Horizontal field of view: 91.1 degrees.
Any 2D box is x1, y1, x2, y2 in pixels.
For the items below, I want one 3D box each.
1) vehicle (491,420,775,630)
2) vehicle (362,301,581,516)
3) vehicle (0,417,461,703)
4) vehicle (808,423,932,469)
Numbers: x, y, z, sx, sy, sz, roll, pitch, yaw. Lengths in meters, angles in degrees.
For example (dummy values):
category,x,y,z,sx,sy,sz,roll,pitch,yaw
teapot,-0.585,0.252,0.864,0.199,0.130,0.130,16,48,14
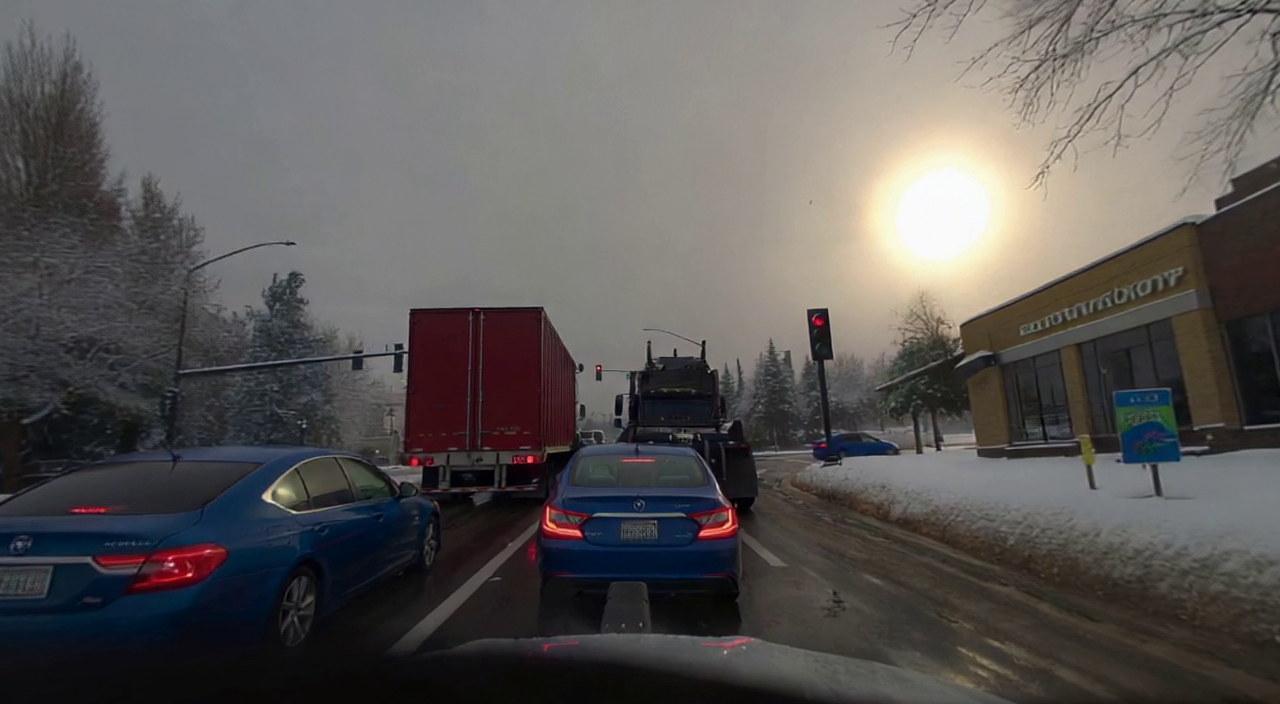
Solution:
category,x,y,z,sx,sy,sz,roll,pitch,yaw
vehicle,-0.106,1.569,6.707,2.067,1.506,4.118,0,-8,-2
vehicle,-3.258,1.480,14.620,3.020,3.800,7.105,0,-8,1
vehicle,-3.096,1.370,5.158,1.969,1.471,4.378,0,-8,0
vehicle,10.218,4.185,27.998,4.681,1.713,1.969,-1,-10,-11
